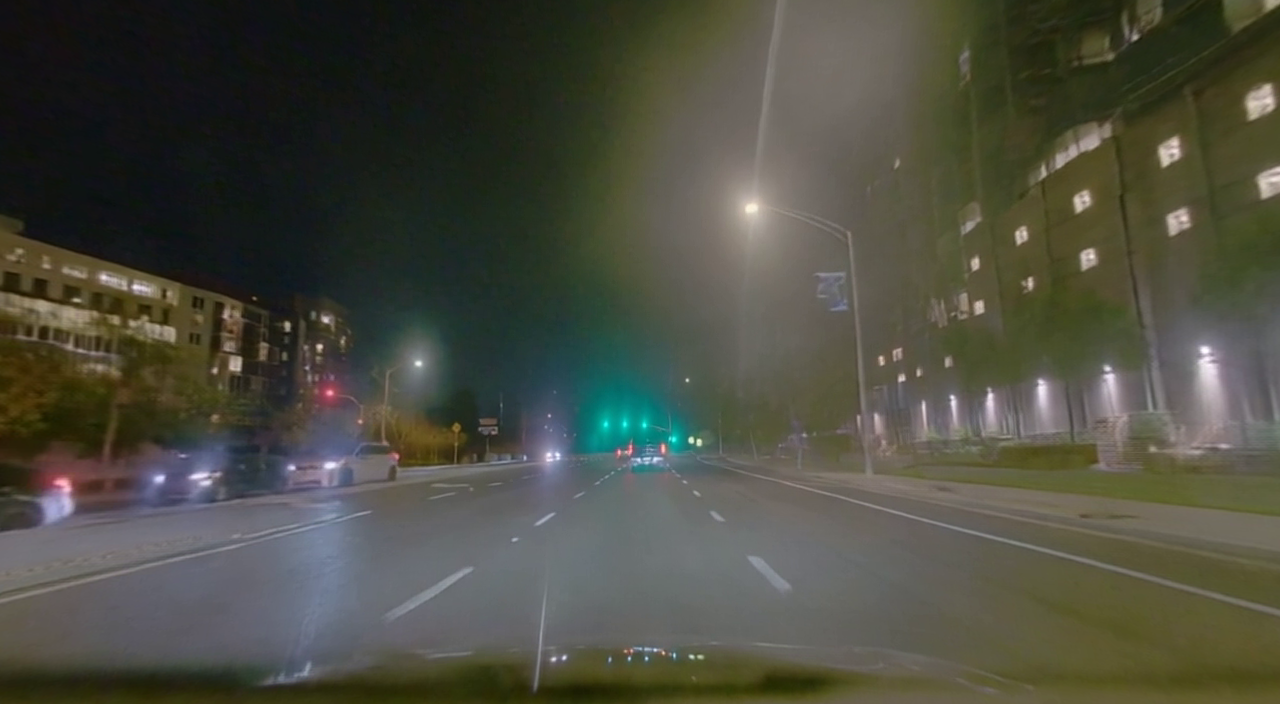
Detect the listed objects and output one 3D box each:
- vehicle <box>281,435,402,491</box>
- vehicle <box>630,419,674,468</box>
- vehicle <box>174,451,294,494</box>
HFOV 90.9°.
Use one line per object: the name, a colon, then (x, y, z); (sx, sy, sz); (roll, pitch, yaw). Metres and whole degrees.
vehicle: (-11.414, 4.266, 24.592); (2.155, 1.941, 4.977); (0, -9, 2)
vehicle: (0.774, 6.702, 46.000); (2.843, 3.120, 10.422); (0, -9, 0)
vehicle: (-19.102, 5.651, 30.005); (2.165, 1.795, 5.003); (0, -9, 3)
